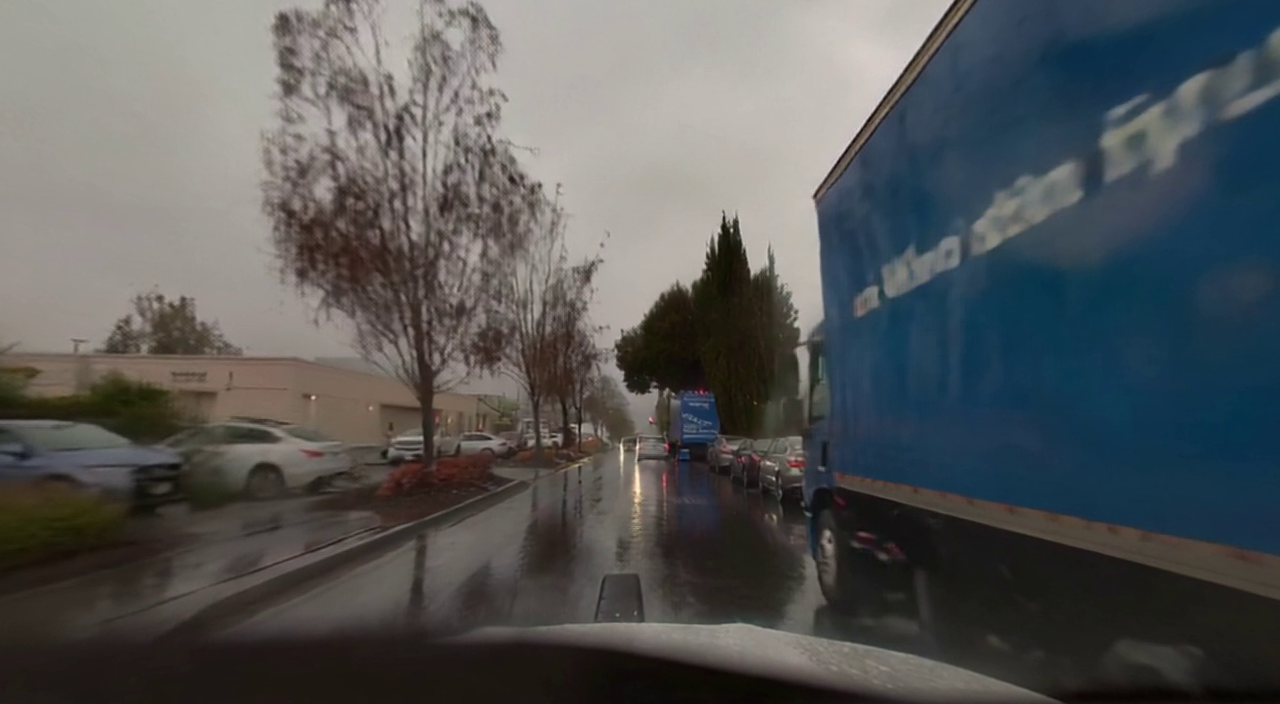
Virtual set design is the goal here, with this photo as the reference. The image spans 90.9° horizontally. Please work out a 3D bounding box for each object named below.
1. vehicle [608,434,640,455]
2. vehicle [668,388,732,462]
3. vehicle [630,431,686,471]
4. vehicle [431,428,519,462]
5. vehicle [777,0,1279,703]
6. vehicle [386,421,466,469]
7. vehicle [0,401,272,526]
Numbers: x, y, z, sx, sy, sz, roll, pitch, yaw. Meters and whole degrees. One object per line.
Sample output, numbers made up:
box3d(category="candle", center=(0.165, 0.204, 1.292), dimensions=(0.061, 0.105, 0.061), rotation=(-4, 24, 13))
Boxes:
box3d(category="vehicle", center=(-1.188, 7.044, 48.052), dimensions=(1.989, 1.481, 4.008), rotation=(-1, -8, 5))
box3d(category="vehicle", center=(3.652, 5.019, 42.352), dimensions=(2.865, 4.113, 14.471), rotation=(0, -8, 0))
box3d(category="vehicle", center=(0.700, 4.055, 26.045), dimensions=(2.160, 1.498, 3.909), rotation=(0, -8, 0))
box3d(category="vehicle", center=(-7.576, 4.282, 29.166), dimensions=(3.569, 1.520, 1.797), rotation=(0, -8, -2))
box3d(category="vehicle", center=(2.997, -0.291, 1.330), dimensions=(3.019, 3.659, 10.648), rotation=(0, -8, 0))
box3d(category="vehicle", center=(-8.445, 3.698, 25.243), dimensions=(1.996, 1.719, 4.382), rotation=(2, -8, -5))
box3d(category="vehicle", center=(-7.967, 1.501, 8.723), dimensions=(4.555, 1.517, 1.858), rotation=(0, -8, 0))
